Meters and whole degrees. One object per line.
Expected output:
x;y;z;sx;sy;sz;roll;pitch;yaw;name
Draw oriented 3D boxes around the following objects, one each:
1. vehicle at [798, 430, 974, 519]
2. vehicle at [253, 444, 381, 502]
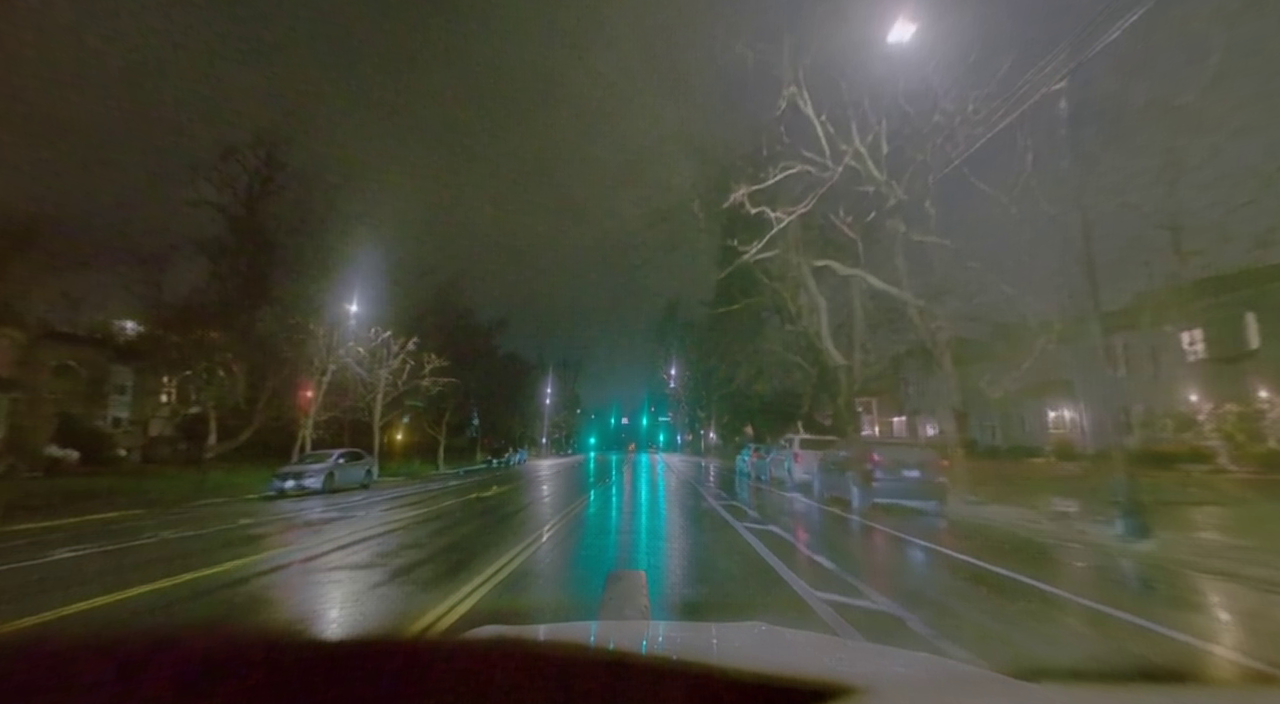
5.106;2.617;14.055;1.885;1.603;5.235;0;-9;1;vehicle
-11.562;4.304;23.030;2.054;1.704;4.710;-3;-7;3;vehicle
